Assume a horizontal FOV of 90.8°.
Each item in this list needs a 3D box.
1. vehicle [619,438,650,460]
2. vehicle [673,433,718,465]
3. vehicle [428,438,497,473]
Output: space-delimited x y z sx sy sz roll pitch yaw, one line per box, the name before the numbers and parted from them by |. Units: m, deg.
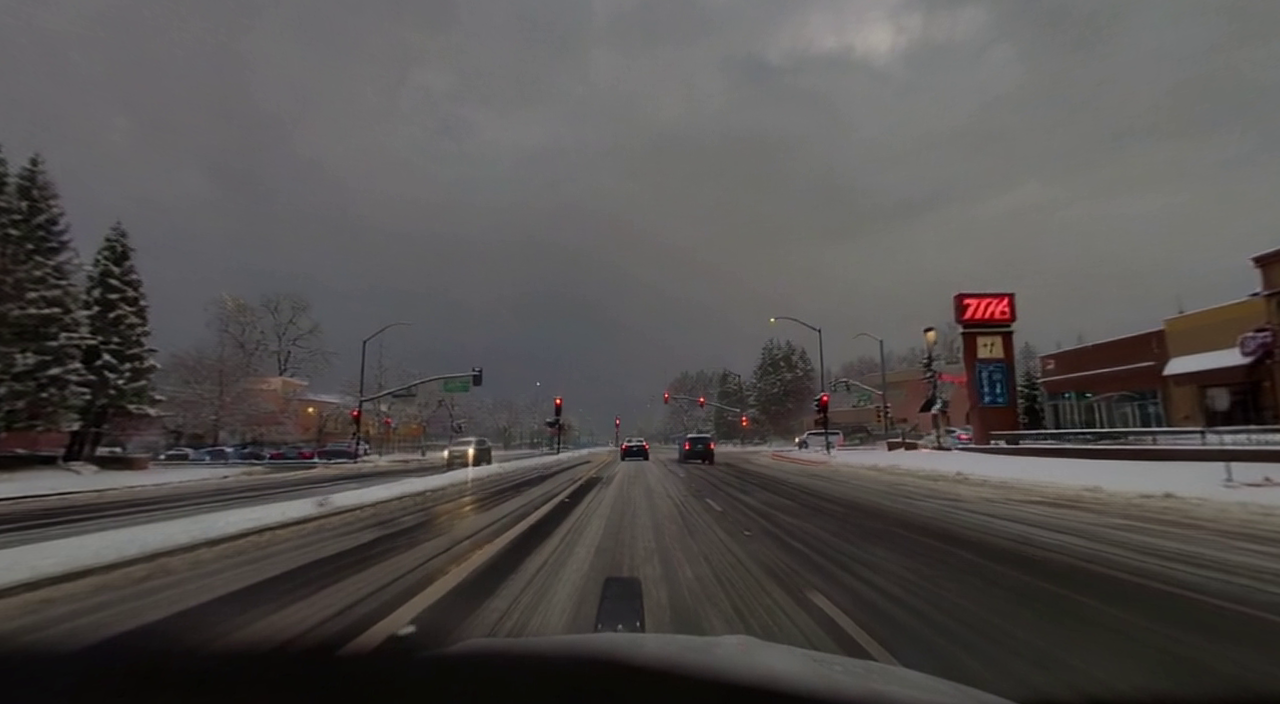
vehicle | -0.339 6.805 44.225 2.035 1.474 3.779 0 -9 1
vehicle | 3.094 5.549 36.245 2.103 1.726 4.385 0 -9 -1
vehicle | -8.295 4.857 29.871 1.969 1.526 4.261 0 -9 1
